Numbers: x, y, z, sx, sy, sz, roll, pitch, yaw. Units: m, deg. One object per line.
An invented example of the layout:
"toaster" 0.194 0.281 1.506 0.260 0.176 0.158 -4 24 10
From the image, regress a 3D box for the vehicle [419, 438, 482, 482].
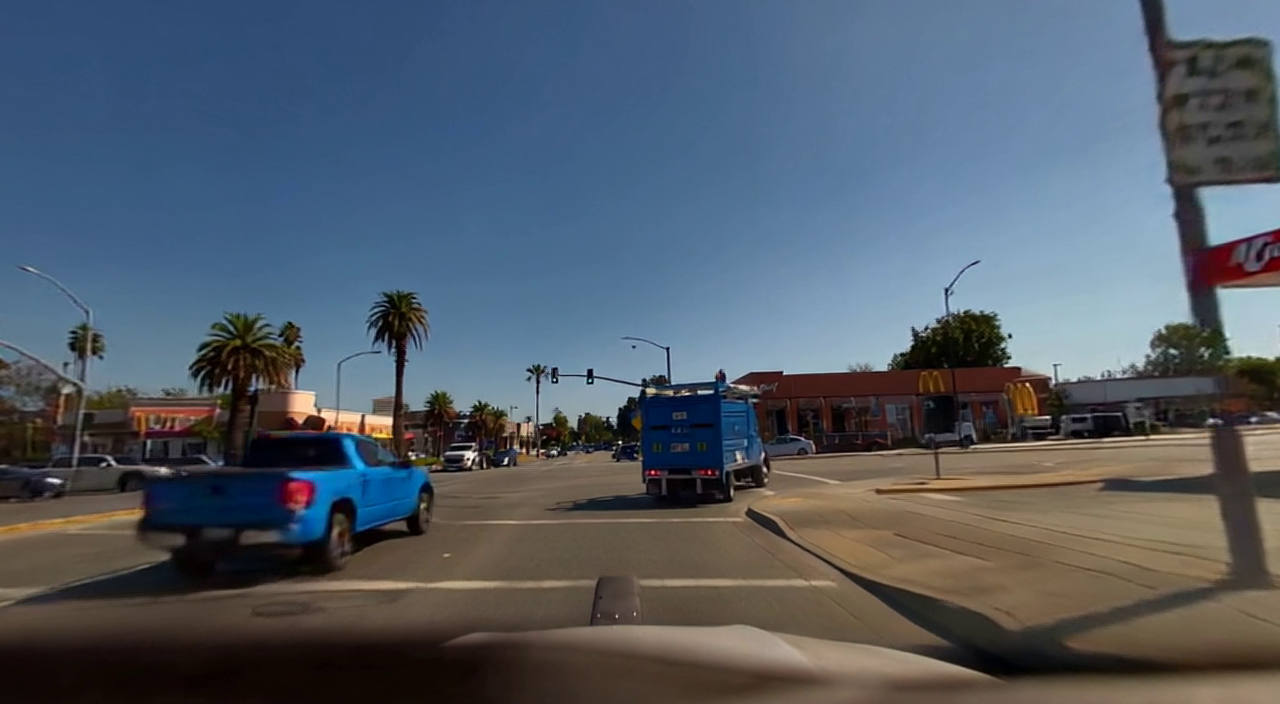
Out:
"vehicle" -7.856 4.485 26.559 1.997 1.679 4.263 1 -9 -10

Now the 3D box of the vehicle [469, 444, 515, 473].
"vehicle" -9.127 6.577 39.352 1.961 1.709 5.052 1 -8 -4

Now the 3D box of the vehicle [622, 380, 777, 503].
"vehicle" 1.986 2.634 18.571 2.463 2.954 5.938 -4 -9 27

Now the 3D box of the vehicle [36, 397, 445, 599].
"vehicle" -4.190 1.607 7.876 2.102 1.744 4.630 0 -8 -1
